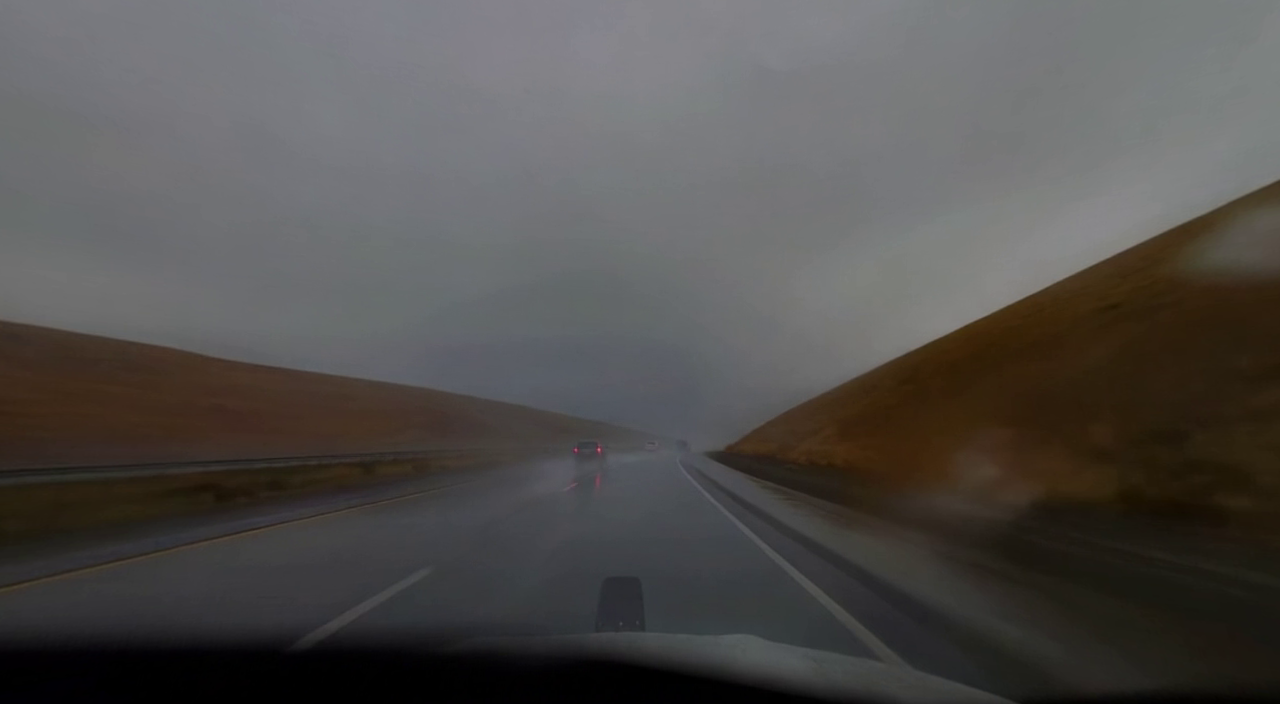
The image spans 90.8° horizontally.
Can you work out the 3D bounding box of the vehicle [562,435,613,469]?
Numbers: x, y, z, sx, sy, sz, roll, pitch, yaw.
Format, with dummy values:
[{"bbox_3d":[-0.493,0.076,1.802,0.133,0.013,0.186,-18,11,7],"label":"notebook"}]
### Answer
[{"bbox_3d":[-2.850,5.636,35.710,2.252,1.743,4.560,-1,-8,3],"label":"vehicle"}]
